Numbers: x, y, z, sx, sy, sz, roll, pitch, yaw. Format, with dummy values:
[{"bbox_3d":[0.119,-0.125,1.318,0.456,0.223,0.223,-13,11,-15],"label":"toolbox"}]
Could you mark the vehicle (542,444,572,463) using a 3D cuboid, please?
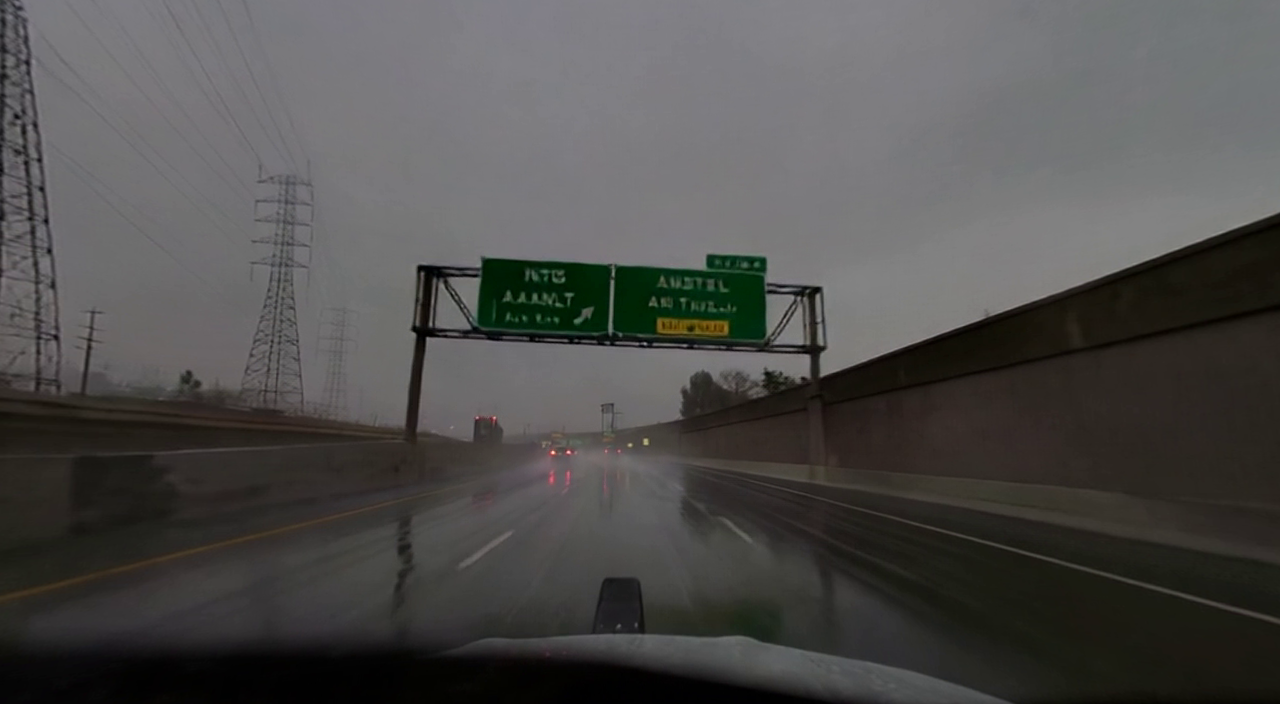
[{"bbox_3d":[-6.442,7.935,49.466,1.921,1.420,4.078,0,-8,-2],"label":"vehicle"}]
